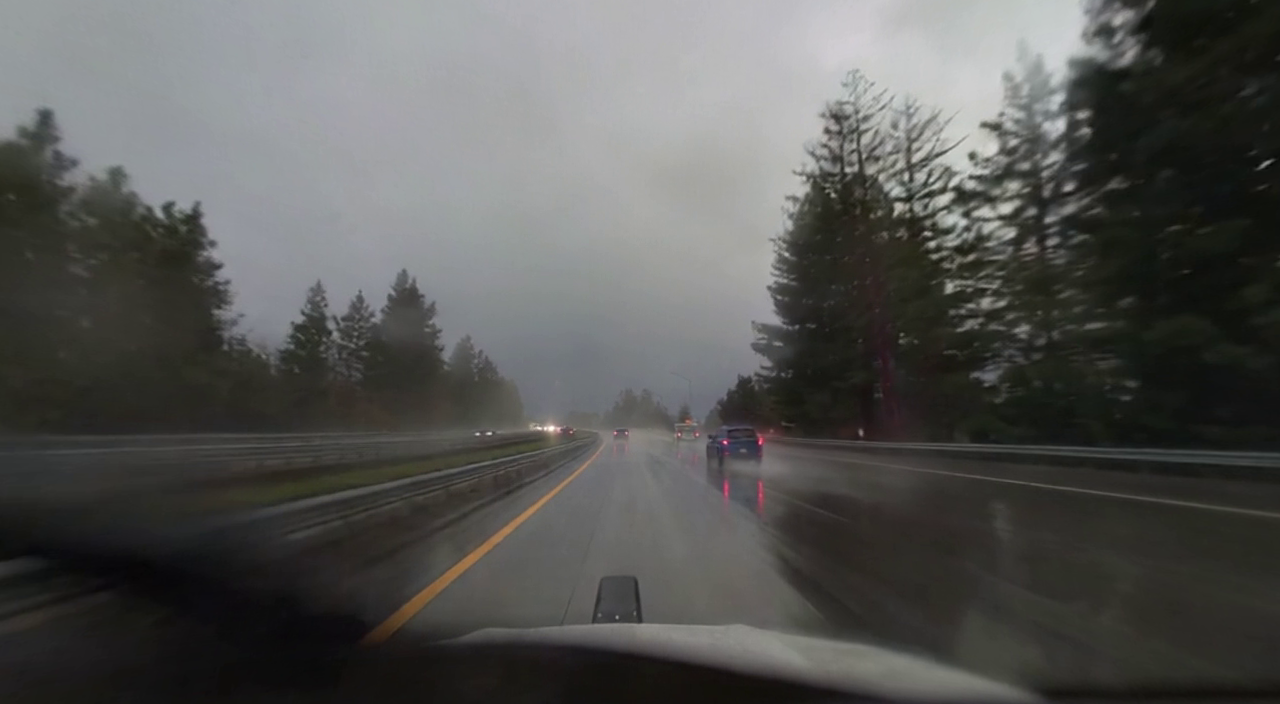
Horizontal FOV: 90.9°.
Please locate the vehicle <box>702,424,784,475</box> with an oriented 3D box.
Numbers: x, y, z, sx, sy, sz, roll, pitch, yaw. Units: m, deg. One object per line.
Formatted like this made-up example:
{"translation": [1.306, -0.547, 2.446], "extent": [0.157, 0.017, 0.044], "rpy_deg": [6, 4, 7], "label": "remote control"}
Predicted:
{"translation": [3.428, 3.314, 21.707], "extent": [2.002, 1.569, 3.845], "rpy_deg": [0, -8, -2], "label": "vehicle"}
